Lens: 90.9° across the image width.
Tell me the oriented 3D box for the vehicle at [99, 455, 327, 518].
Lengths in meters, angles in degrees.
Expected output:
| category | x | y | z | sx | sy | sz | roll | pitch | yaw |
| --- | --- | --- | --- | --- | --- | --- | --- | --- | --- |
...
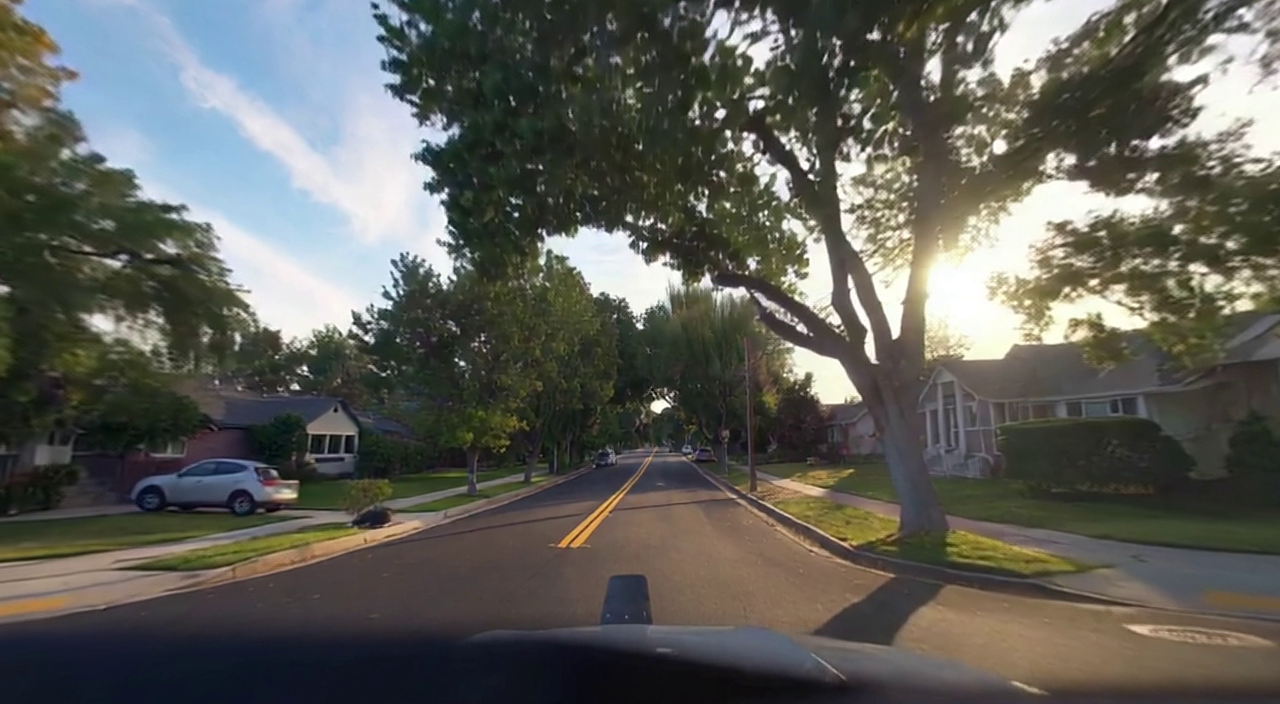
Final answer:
| category | x | y | z | sx | sy | sz | roll | pitch | yaw |
| --- | --- | --- | --- | --- | --- | --- | --- | --- | --- |
| vehicle | -11.113 | 3.483 | 16.628 | 4.659 | 1.464 | 1.930 | 0 | -8 | 4 |
